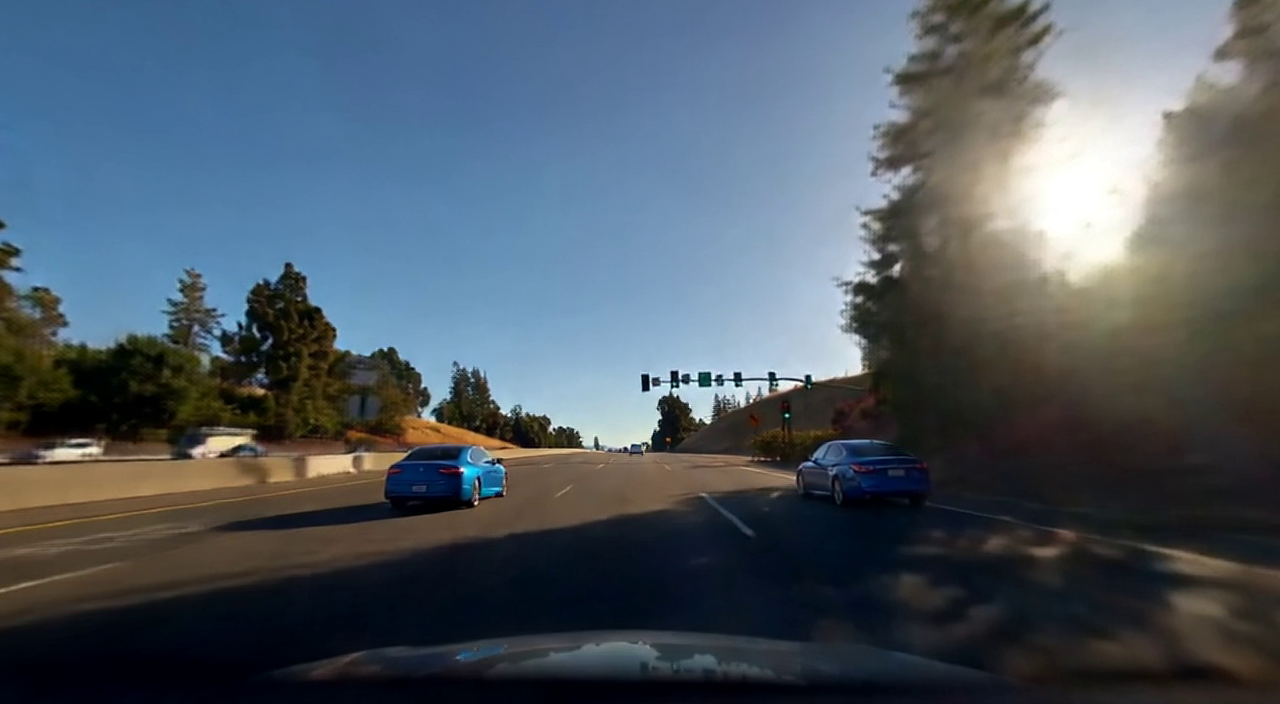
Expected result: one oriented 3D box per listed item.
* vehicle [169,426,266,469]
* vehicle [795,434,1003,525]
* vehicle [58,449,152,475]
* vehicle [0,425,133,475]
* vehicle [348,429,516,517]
[{"bbox_3d":[-28.707,6.549,43.069,2.444,2.704,5.872,0,-9,0],"label":"vehicle"},{"bbox_3d":[4.867,2.463,12.804,2.049,1.481,4.774,0,-9,-2],"label":"vehicle"},{"bbox_3d":[-32.804,6.709,38.771,1.813,1.467,4.567,0,-9,-1],"label":"vehicle"},{"bbox_3d":[-36.635,6.276,40.375,2.591,2.943,6.617,0,-9,0],"label":"vehicle"},{"bbox_3d":[-4.084,2.460,13.292,1.987,1.516,4.478,0,-9,1],"label":"vehicle"}]
